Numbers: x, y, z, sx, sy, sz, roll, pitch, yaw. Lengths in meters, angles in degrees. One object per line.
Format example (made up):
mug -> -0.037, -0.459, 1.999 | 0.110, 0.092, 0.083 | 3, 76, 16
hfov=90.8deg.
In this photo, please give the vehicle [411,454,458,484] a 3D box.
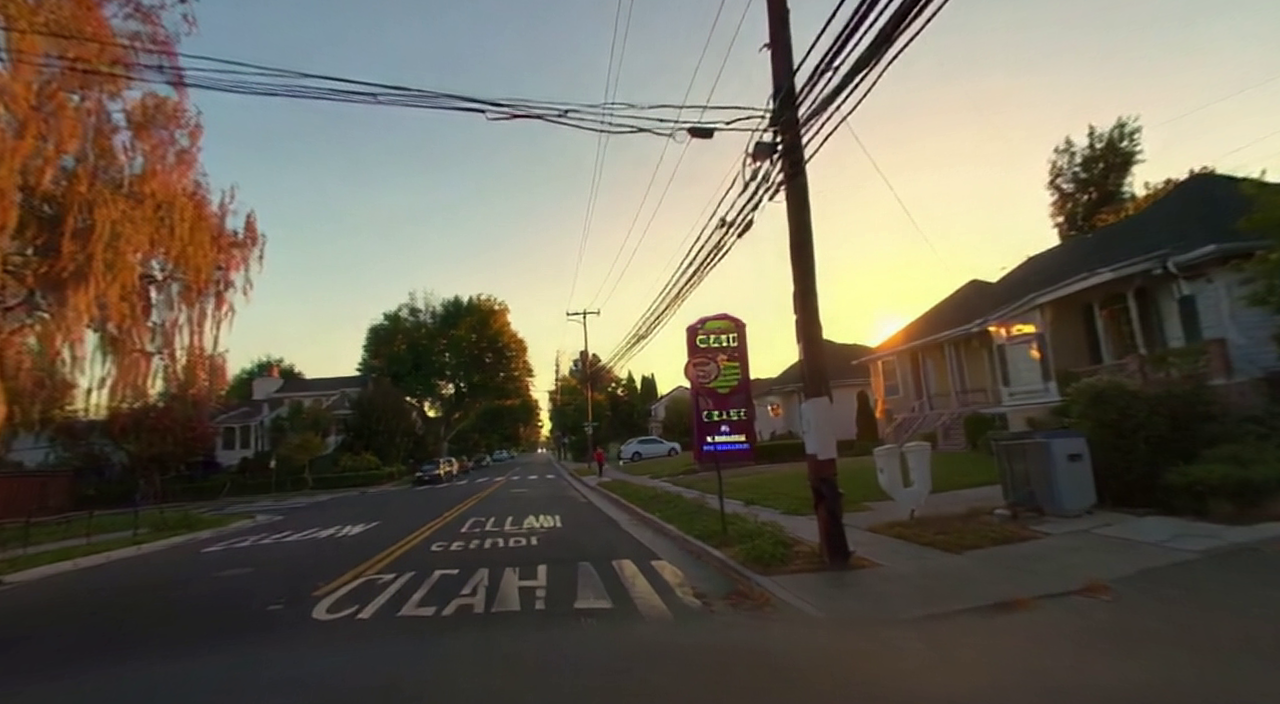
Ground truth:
vehicle -> -13.635, 7.780, 42.211 | 2.203, 1.787, 4.704 | 1, -9, -8
